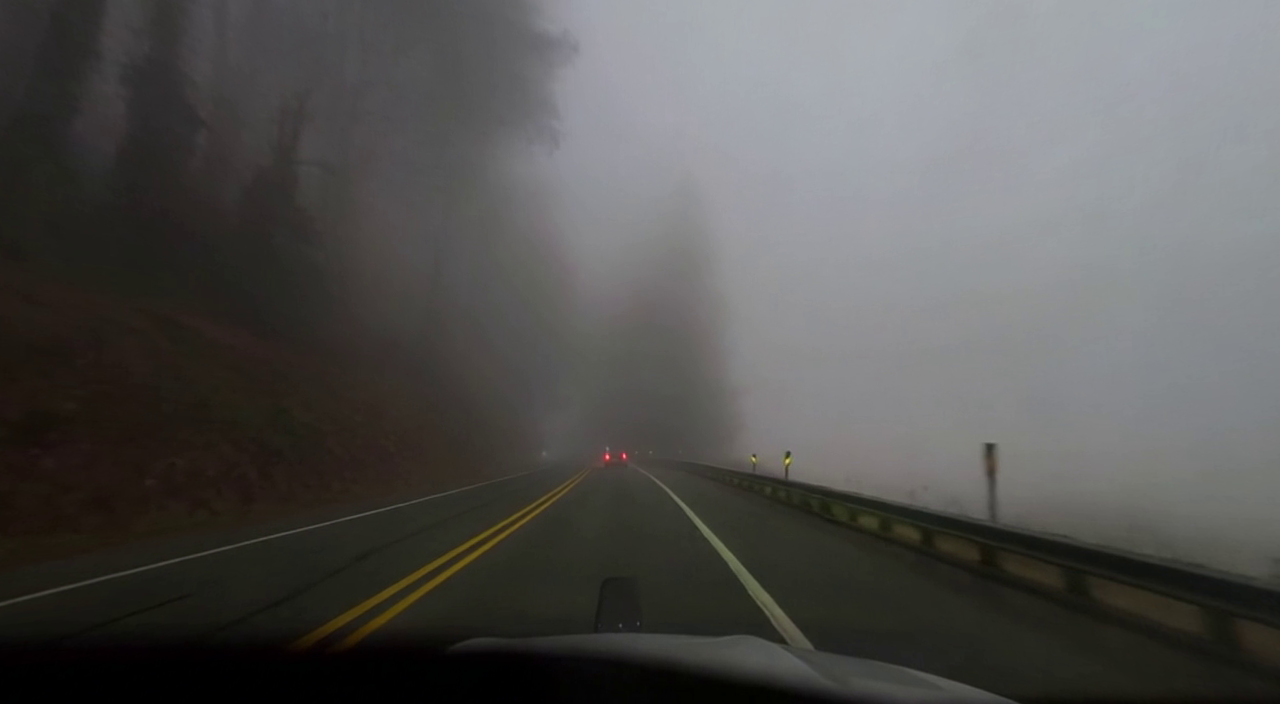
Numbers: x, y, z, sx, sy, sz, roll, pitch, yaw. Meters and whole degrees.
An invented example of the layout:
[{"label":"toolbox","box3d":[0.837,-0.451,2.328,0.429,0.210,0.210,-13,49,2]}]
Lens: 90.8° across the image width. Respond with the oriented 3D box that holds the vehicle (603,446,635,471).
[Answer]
[{"label":"vehicle","box3d":[-1.443,7.029,41.906,2.042,1.489,3.963,0,-9,-3]}]
